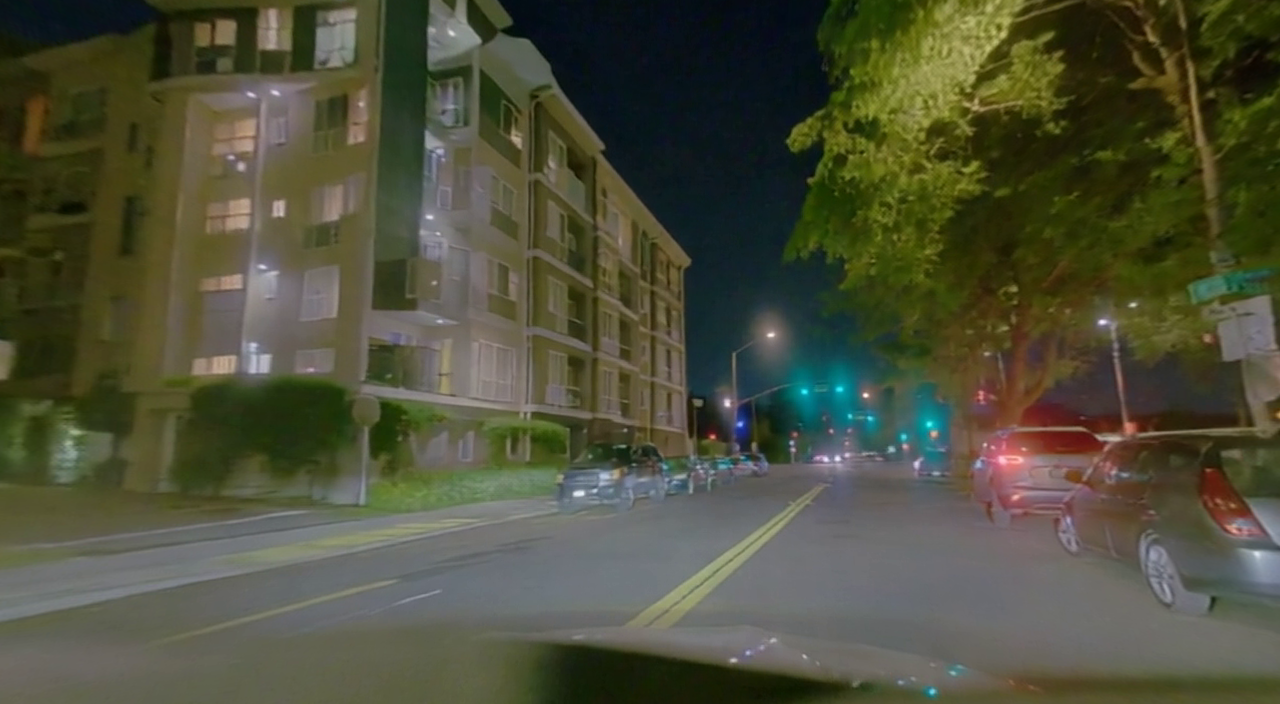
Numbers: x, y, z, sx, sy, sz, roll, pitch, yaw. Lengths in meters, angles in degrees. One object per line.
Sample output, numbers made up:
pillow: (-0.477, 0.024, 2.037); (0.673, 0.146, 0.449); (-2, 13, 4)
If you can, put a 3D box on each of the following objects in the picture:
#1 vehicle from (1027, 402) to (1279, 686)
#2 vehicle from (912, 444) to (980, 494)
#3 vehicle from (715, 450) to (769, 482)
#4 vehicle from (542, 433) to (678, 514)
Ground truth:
vehicle: (5.354, 1.423, 5.730); (2.153, 1.685, 4.586); (-3, -9, 20)
vehicle: (12.550, 4.759, 26.222); (2.034, 1.689, 4.978); (-3, -7, 21)
vehicle: (5.353, 5.848, 32.677); (1.934, 1.484, 4.630); (-3, -9, 19)
vehicle: (-0.605, 3.137, 16.894); (1.993, 1.817, 4.619); (-3, -9, 19)
